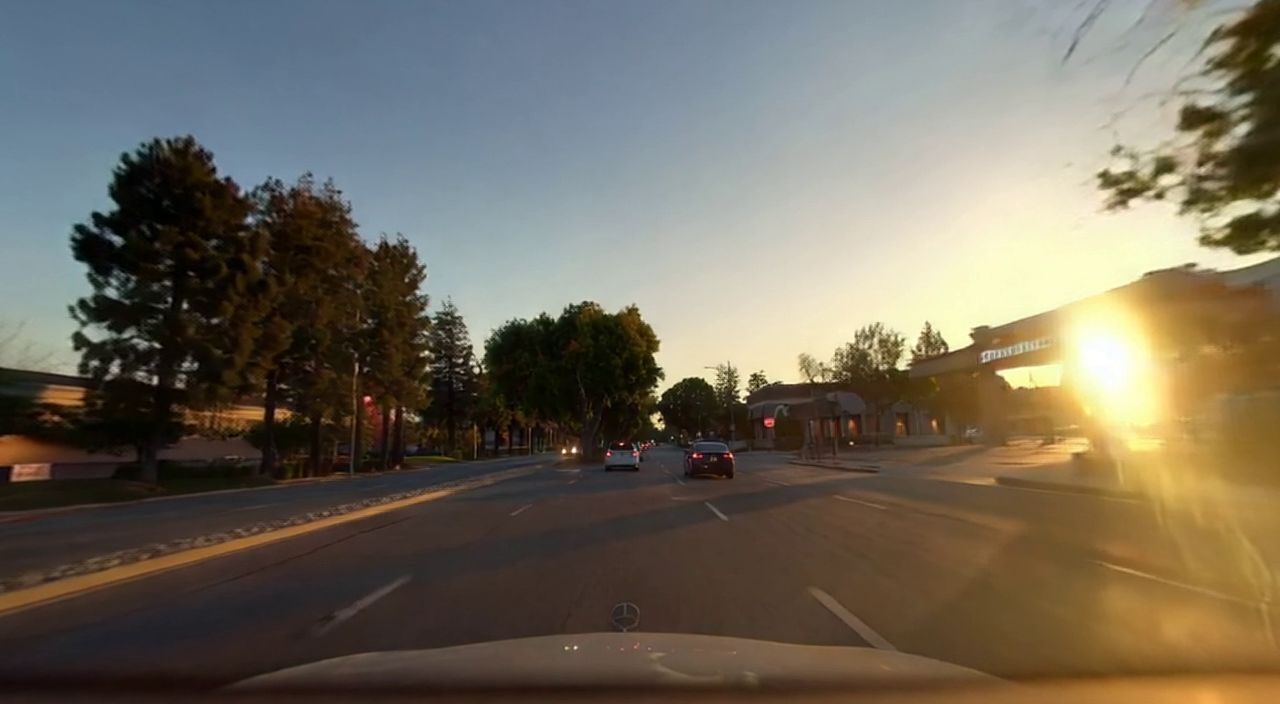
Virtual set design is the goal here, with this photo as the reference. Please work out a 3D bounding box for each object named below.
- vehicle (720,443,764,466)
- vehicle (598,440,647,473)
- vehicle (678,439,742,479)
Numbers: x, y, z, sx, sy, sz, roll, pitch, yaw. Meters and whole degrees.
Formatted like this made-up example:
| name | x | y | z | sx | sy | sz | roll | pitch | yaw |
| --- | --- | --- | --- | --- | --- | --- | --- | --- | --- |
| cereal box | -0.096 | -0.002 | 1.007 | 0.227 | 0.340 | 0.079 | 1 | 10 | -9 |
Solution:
| name | x | y | z | sx | sy | sz | roll | pitch | yaw |
| --- | --- | --- | --- | --- | --- | --- | --- | --- | --- |
| vehicle | 6.336 | 6.399 | 39.637 | 2.068 | 1.393 | 3.874 | 0 | -8 | -1 |
| vehicle | -0.800 | 5.097 | 31.047 | 2.242 | 1.474 | 4.127 | 0 | -8 | 0 |
| vehicle | 2.831 | 4.448 | 26.617 | 2.057 | 1.491 | 4.675 | 0 | -8 | -1 |
